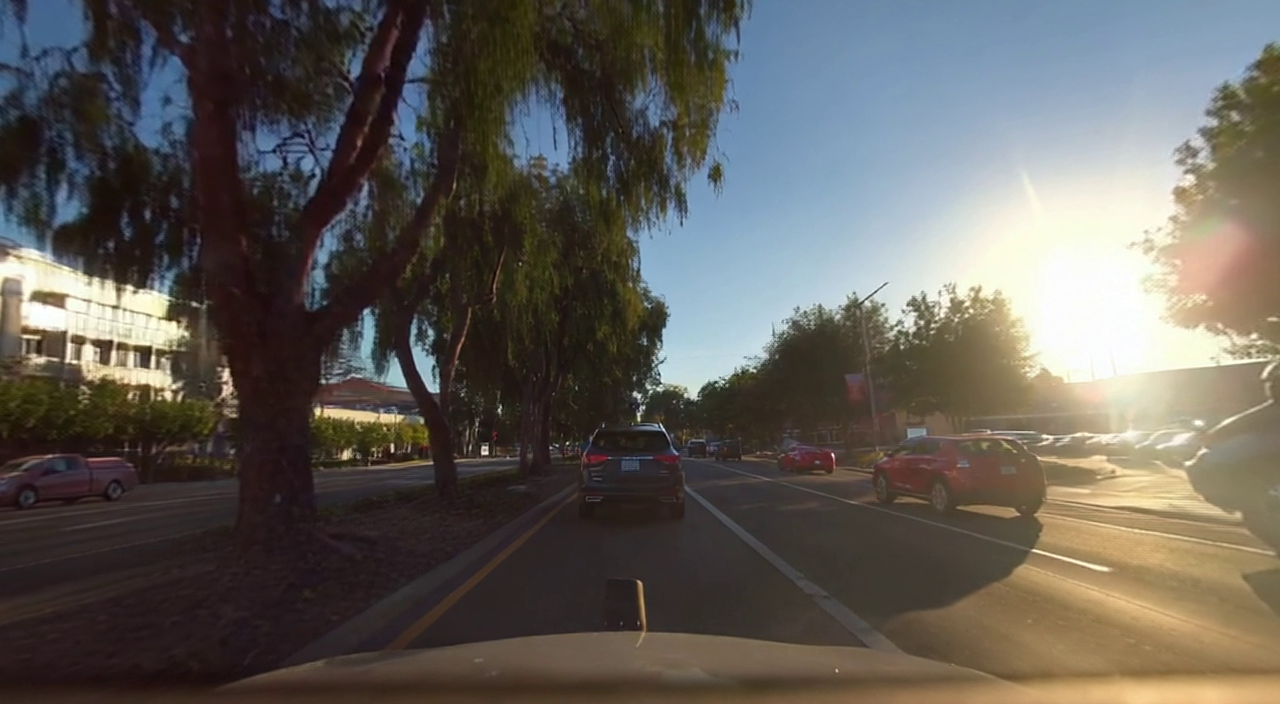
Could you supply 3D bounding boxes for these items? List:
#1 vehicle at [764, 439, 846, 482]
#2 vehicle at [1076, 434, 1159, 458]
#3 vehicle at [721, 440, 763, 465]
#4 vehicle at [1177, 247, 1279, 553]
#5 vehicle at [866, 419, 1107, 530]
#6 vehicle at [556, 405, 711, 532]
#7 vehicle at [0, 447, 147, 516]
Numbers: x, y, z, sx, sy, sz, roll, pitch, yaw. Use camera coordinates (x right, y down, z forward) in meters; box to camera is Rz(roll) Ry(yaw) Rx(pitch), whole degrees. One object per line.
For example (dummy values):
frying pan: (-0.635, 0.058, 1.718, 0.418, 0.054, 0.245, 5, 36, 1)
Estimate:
vehicle: (6.455, 4.289, 25.209, 2.035, 1.553, 4.465, 0, -9, 0)
vehicle: (33.201, 6.565, 44.138, 1.959, 1.580, 4.873, 0, -9, 0)
vehicle: (6.557, 6.518, 41.053, 1.914, 1.523, 4.287, 0, -9, -2)
vehicle: (10.001, 0.203, 5.500, 3.030, 4.019, 8.420, 0, -9, 0)
vehicle: (6.223, 2.248, 12.138, 2.056, 1.703, 4.428, 0, -9, 0)
vehicle: (-0.121, 2.064, 11.640, 2.320, 1.880, 4.192, 0, -9, -1)
vehicle: (-19.255, 4.057, 20.445, 2.302, 1.939, 5.221, 0, -9, 1)
